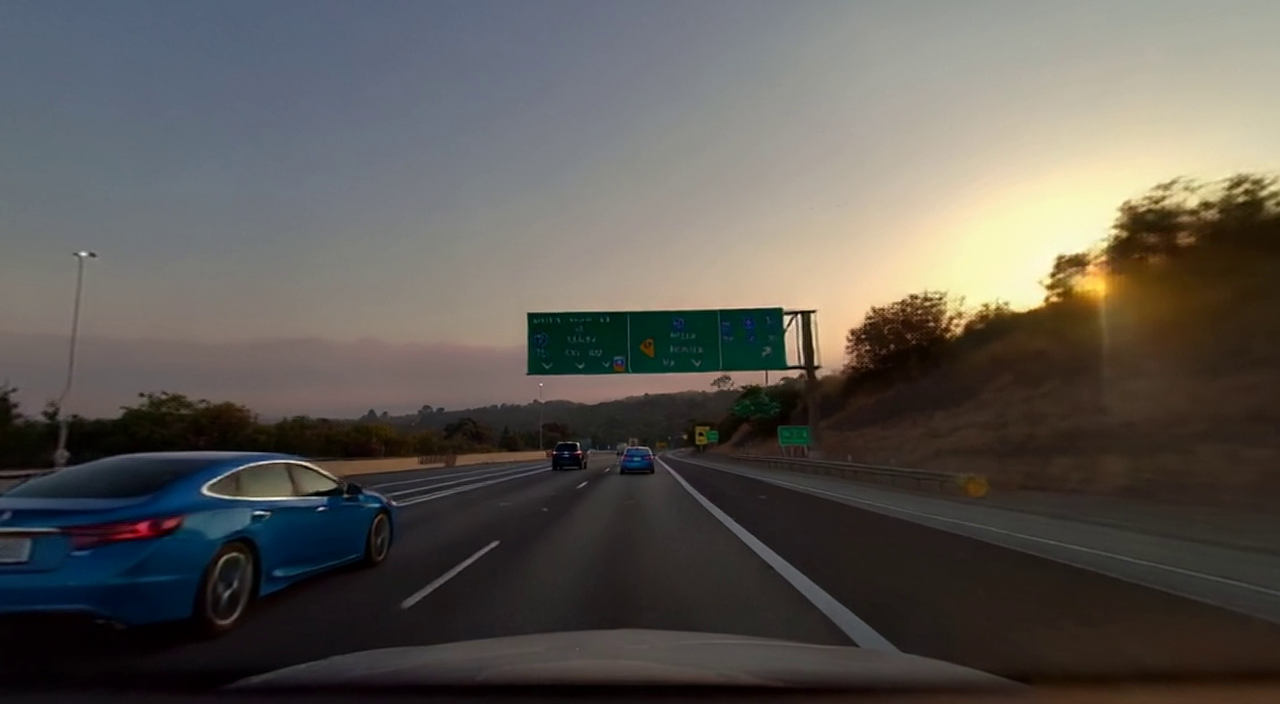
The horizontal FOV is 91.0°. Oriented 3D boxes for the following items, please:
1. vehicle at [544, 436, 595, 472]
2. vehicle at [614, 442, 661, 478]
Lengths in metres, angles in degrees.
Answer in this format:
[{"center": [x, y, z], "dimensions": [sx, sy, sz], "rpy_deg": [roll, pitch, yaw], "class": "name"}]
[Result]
[{"center": [-3.893, 5.746, 35.616], "dimensions": [2.264, 1.901, 4.647], "rpy_deg": [0, -9, 1], "class": "vehicle"}, {"center": [-0.083, 5.058, 29.765], "dimensions": [2.086, 1.548, 4.325], "rpy_deg": [0, -9, 1], "class": "vehicle"}]
